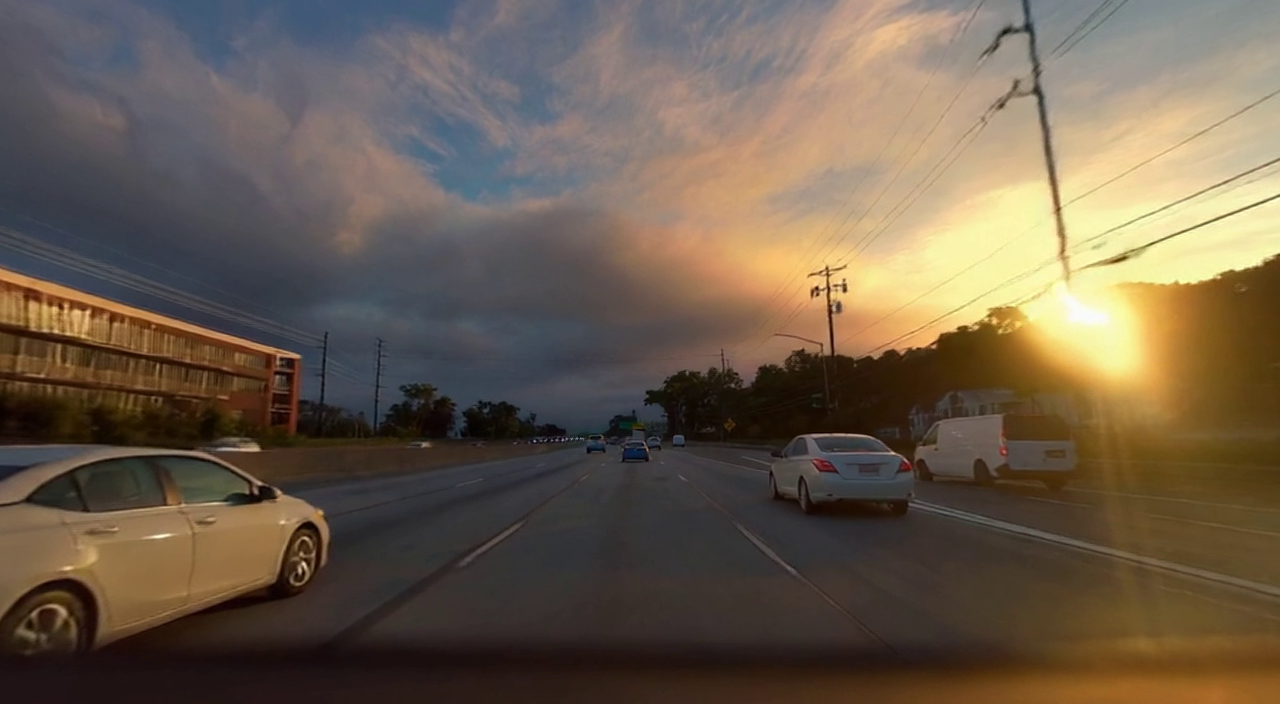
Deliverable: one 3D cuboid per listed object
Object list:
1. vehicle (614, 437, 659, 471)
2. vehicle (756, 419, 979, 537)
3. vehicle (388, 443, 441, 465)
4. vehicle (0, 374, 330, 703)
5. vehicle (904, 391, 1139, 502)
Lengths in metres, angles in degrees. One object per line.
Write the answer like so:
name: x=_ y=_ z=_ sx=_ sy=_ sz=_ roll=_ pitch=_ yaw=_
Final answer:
vehicle: x=-0.205 y=4.879 z=30.353 sx=2.019 sy=1.472 sz=3.971 roll=0 pitch=-8 yaw=-1
vehicle: x=3.443 y=1.994 z=10.644 sx=1.995 sy=1.533 sz=4.463 roll=0 pitch=-8 yaw=-2
vehicle: x=-16.008 y=7.239 z=44.938 sx=1.997 sy=1.490 sz=4.490 roll=-1 pitch=-8 yaw=1
vehicle: x=-3.922 y=0.987 z=3.346 sx=2.251 sy=1.575 sz=4.488 roll=0 pitch=-8 yaw=0
vehicle: x=9.114 y=2.358 z=15.889 sx=2.349 sy=2.280 sz=5.423 roll=0 pitch=-8 yaw=-2
